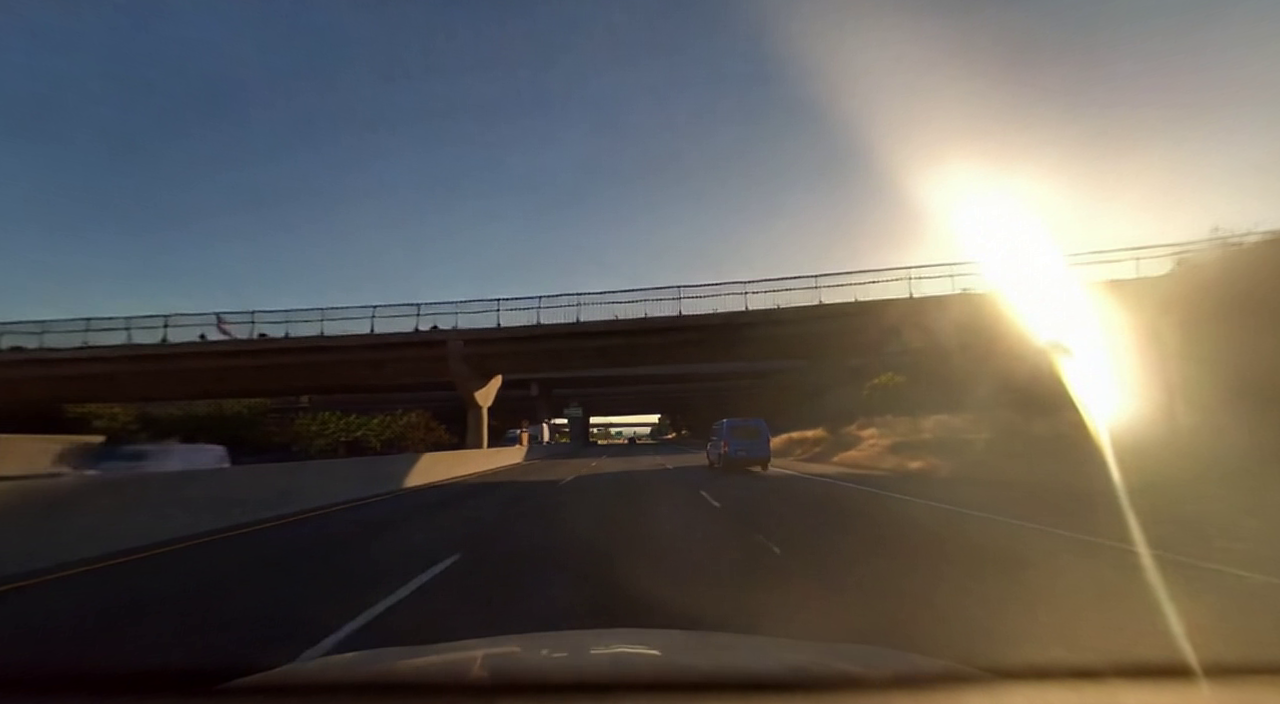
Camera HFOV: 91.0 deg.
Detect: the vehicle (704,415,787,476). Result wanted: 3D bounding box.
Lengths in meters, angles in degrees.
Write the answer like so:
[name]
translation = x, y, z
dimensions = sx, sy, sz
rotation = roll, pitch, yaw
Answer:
[vehicle]
translation = 3.772, 3.478, 23.524
dimensions = 2.161, 2.002, 4.631
rotation = 0, -8, -2
